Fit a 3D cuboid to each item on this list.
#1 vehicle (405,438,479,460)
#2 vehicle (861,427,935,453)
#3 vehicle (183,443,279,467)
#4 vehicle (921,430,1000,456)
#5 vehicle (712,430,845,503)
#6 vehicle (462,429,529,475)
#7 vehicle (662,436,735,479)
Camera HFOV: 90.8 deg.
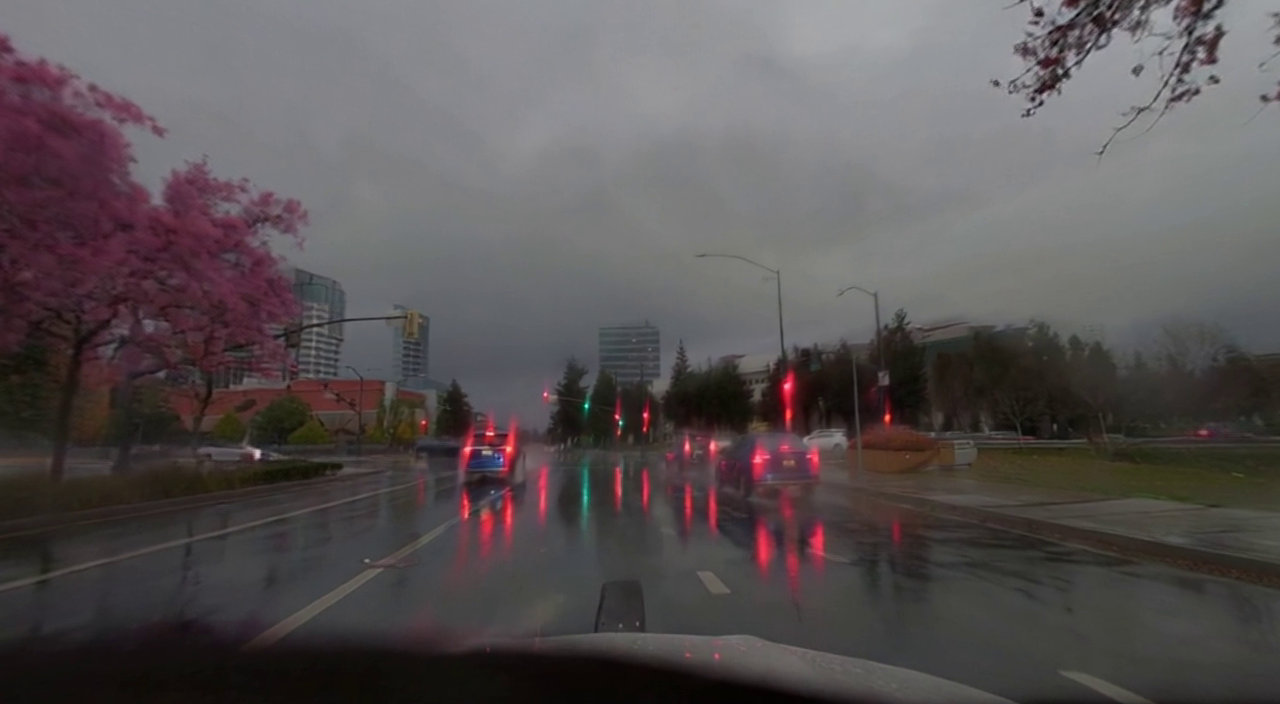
[{"bbox_3d":[-13.655,6.695,43.695,4.549,1.439,1.794,1,-8,-5],"label":"vehicle"},{"bbox_3d":[18.834,6.438,46.243,4.567,1.810,1.880,1,-8,-5],"label":"vehicle"},{"bbox_3d":[-25.346,6.387,39.300,4.526,1.452,1.920,1,-8,-5],"label":"vehicle"},{"bbox_3d":[20.544,5.830,40.594,4.089,1.588,1.808,1,-8,-5],"label":"vehicle"},{"bbox_3d":[3.203,2.758,15.640,2.019,1.518,4.285,1,-8,-5],"label":"vehicle"},{"bbox_3d":[-5.834,4.077,26.011,1.995,1.703,4.367,0,-8,-4],"label":"vehicle"},{"bbox_3d":[2.099,3.930,23.861,2.007,1.466,4.291,1,-8,-5],"label":"vehicle"}]
